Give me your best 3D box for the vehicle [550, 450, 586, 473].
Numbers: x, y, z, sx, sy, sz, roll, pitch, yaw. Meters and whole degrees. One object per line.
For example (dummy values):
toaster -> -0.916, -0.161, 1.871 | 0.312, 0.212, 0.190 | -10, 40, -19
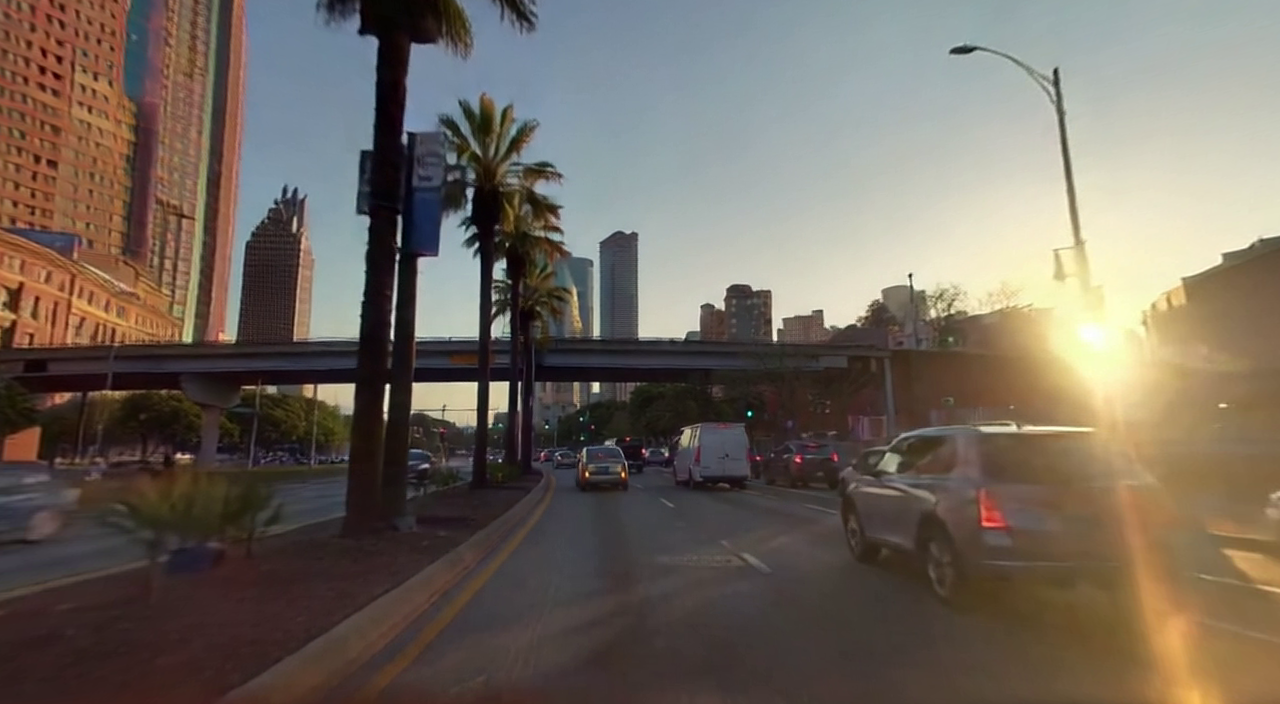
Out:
vehicle -> -5.013, 7.531, 43.733 | 2.081, 1.503, 3.681 | 2, -9, -13

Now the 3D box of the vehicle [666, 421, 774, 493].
vehicle -> 2.558, 3.586, 21.852 | 2.434, 2.171, 5.098 | 1, -9, -7

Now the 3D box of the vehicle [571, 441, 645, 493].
vehicle -> -1.287, 4.044, 22.704 | 2.332, 1.625, 4.933 | 1, -9, -7

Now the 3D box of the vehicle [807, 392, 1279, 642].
vehicle -> 3.472, 1.447, 6.554 | 2.151, 1.695, 4.258 | 0, -9, -2
